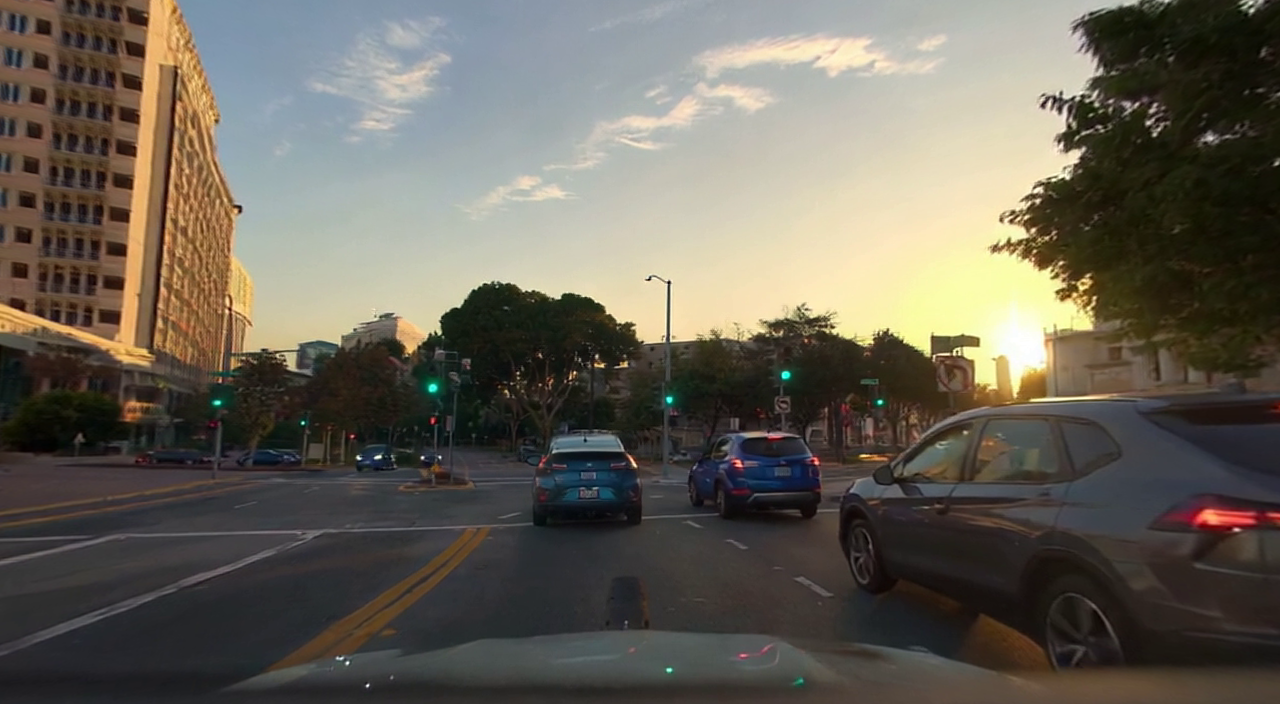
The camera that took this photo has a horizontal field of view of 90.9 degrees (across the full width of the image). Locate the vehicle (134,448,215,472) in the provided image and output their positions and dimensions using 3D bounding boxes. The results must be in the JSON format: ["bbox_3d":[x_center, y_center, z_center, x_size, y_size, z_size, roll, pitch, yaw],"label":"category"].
[{"bbox_3d":[-32.838,7.606,44.460,4.653,1.459,2.228,-2,-8,18],"label":"vehicle"}]

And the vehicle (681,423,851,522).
[{"bbox_3d":[2.393,2.452,13.361,2.103,1.710,4.396,1,-9,-9],"label":"vehicle"}]

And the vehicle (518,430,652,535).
[{"bbox_3d":[-1.204,2.365,12.029,2.132,1.632,3.889,1,-9,-10],"label":"vehicle"}]

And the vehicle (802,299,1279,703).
[{"bbox_3d":[3.078,1.068,4.419,2.320,1.772,4.872,0,-9,-3],"label":"vehicle"}]

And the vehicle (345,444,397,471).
[{"bbox_3d":[-18.223,7.156,42.947,2.303,1.692,4.571,1,-9,-11],"label":"vehicle"}]
